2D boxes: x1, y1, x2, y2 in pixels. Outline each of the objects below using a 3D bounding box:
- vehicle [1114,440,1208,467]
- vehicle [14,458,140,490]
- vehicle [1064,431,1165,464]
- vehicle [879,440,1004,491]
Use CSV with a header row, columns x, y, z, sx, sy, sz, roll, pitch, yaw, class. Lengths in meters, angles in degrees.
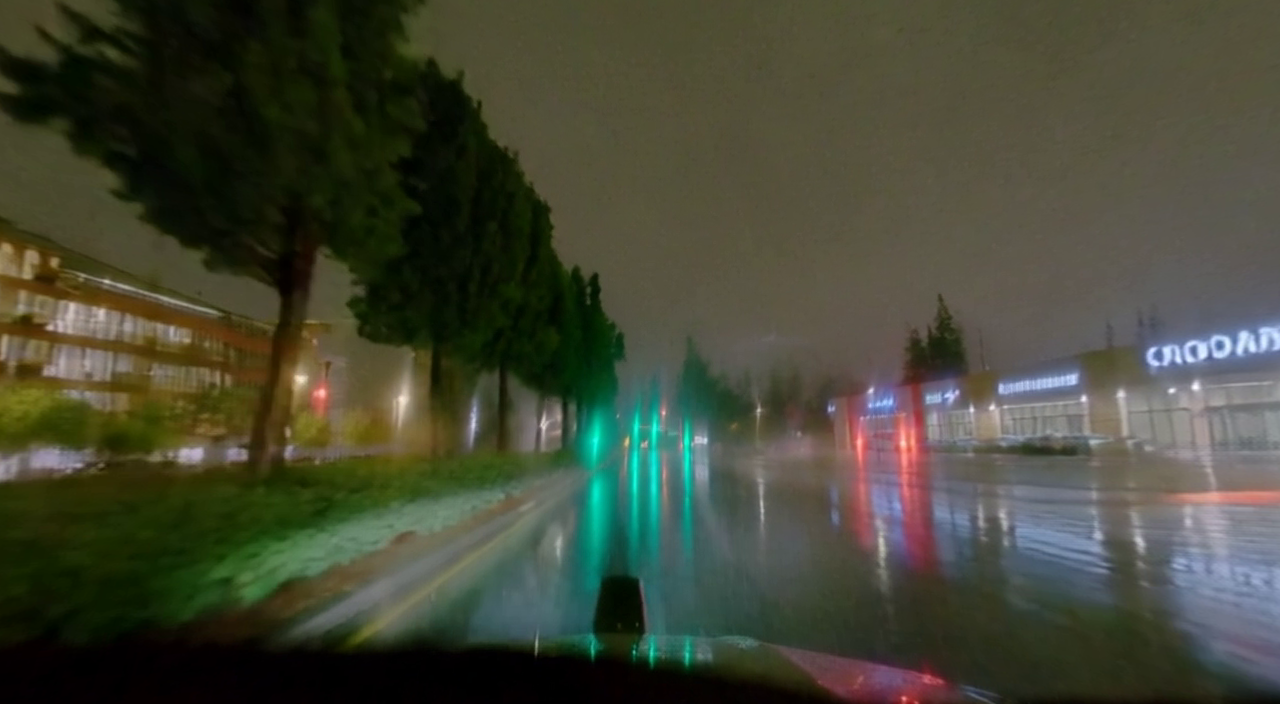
x,y,z,sx,sy,sz,roll,pitch,yaw,class
29.166,5.664,35.381,1.931,1.408,3.757,1,-8,-2,vehicle
-30.533,6.632,34.222,4.920,1.475,1.984,-1,-7,0,vehicle
26.284,5.325,35.129,1.985,1.723,4.672,0,-9,0,vehicle
10.148,3.824,21.648,2.013,1.551,4.460,1,-8,-1,vehicle
